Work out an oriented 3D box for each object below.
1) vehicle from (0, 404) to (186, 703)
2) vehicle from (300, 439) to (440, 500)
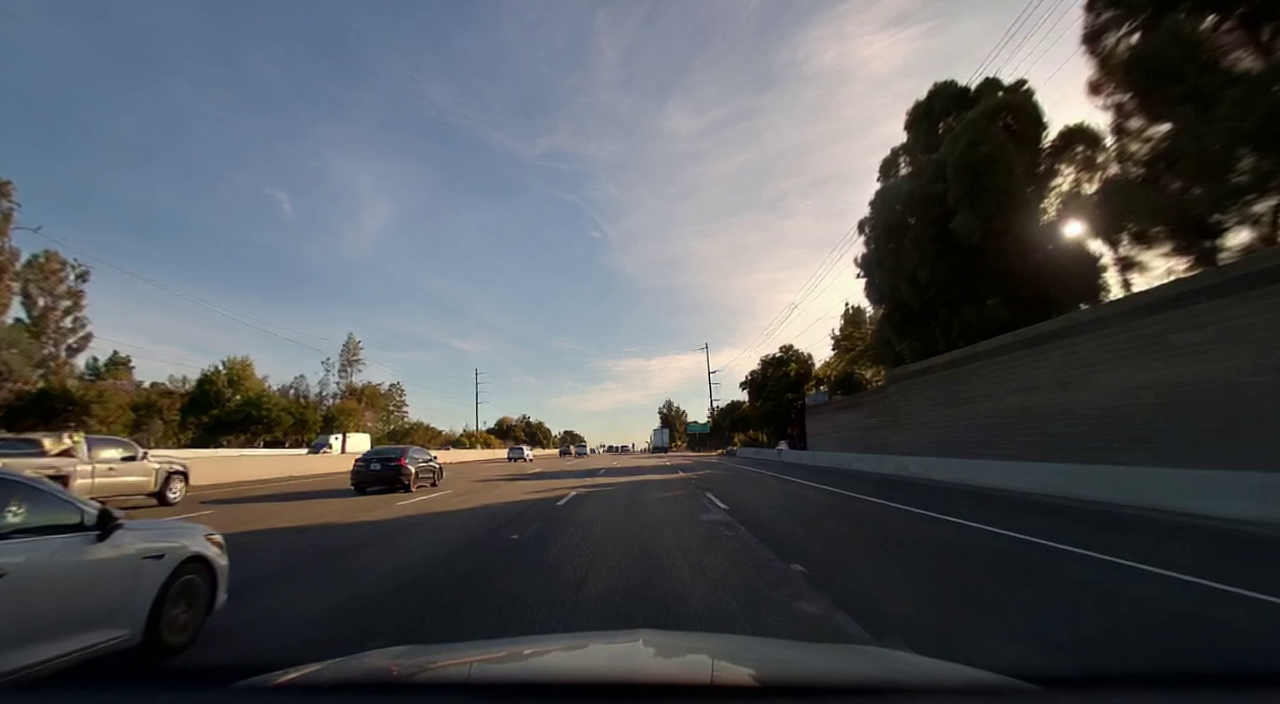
[{"bbox_3d":[-3.723,0.771,1.173,2.045,1.532,4.954,0,-9,0],"label":"vehicle"},{"bbox_3d":[-7.550,3.329,18.241,1.946,1.514,4.687,0,-9,1],"label":"vehicle"}]
